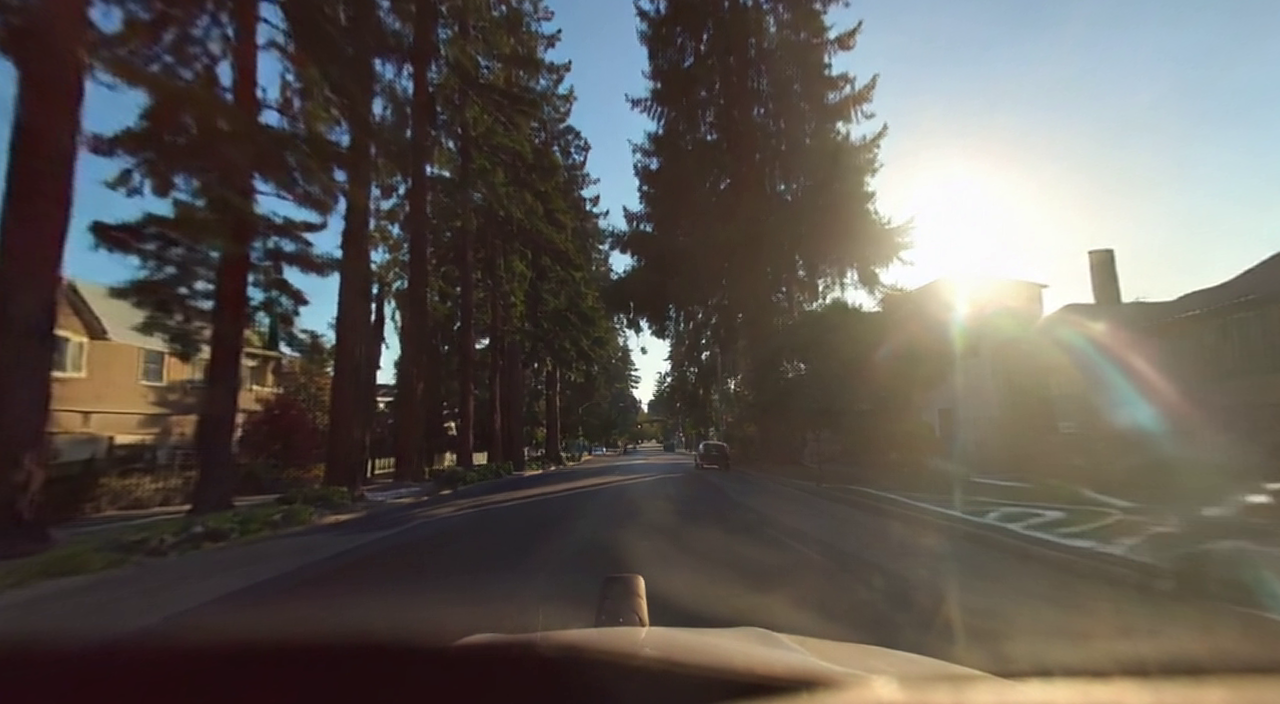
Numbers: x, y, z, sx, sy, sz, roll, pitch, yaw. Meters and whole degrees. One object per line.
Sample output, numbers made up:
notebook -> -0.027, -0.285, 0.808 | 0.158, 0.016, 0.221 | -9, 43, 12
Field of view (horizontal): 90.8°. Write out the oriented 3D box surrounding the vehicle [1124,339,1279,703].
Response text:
vehicle -> 3.661, 0.595, 1.119 | 2.055, 1.738, 4.448 | 0, -9, 0

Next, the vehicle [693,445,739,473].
vehicle -> 4.209, 6.013, 35.690 | 2.013, 1.473, 4.329 | 0, -9, -1
